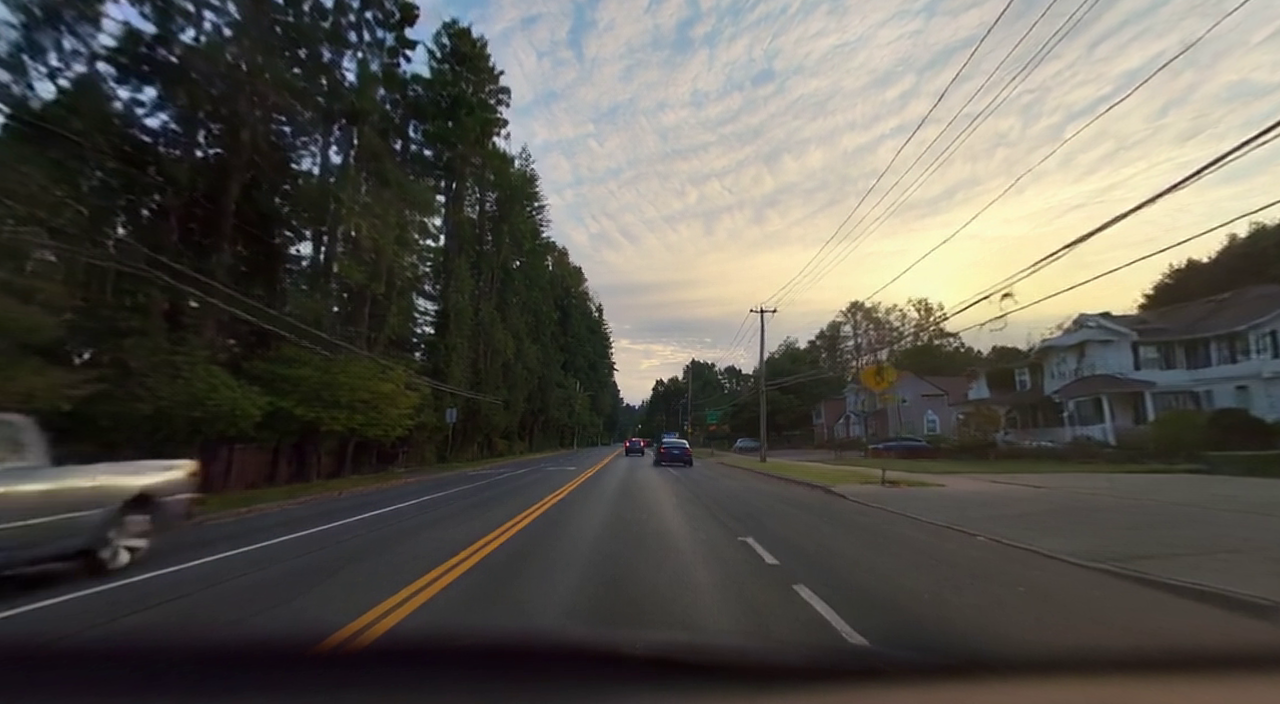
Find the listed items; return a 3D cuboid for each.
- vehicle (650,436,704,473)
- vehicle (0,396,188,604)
[{"bbox_3d":[1.521,4.432,27.415,1.975,1.497,3.647,0,-8,-2],"label":"vehicle"},{"bbox_3d":[-6.948,1.323,5.606,2.352,1.857,4.690,0,-8,-1],"label":"vehicle"}]
